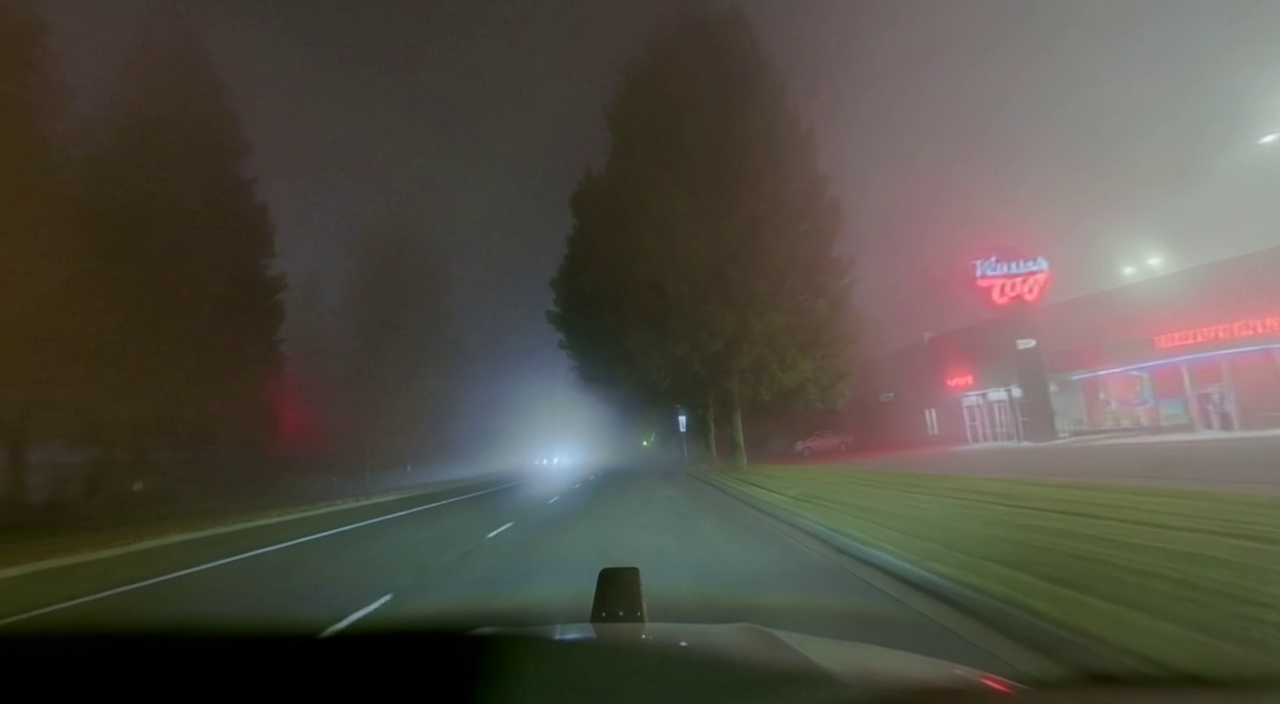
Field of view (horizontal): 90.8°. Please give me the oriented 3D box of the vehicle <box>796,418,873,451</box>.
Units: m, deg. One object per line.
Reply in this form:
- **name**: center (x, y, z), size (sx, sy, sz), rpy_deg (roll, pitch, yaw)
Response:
- **vehicle**: center (12.620, 5.437, 41.425), size (1.939, 1.753, 4.974), rpy_deg (3, -13, -23)
